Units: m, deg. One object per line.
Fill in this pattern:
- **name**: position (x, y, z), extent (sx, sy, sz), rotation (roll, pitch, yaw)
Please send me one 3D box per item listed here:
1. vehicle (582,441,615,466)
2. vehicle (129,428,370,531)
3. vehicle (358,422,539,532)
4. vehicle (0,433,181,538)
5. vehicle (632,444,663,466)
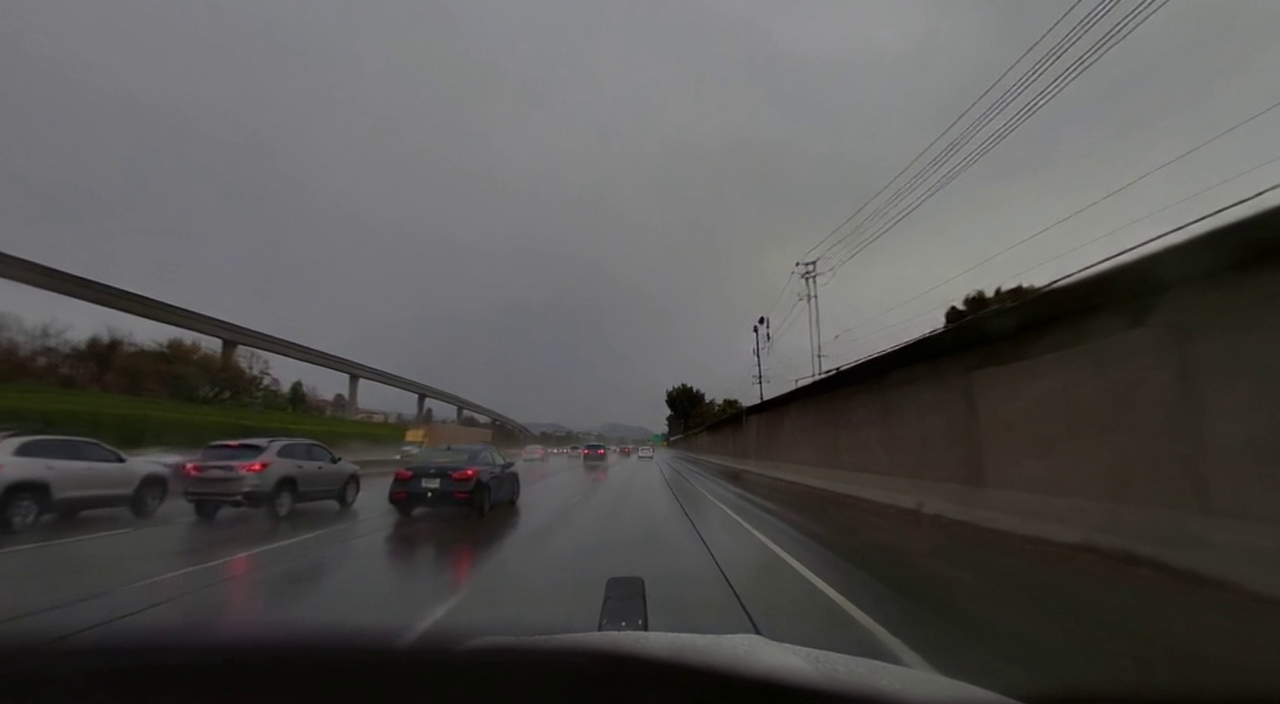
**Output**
- **vehicle**: position (-3.112, 7.748, 48.240), extent (2.093, 1.831, 4.712), rotation (0, -8, 1)
- **vehicle**: position (-7.232, 2.377, 12.340), extent (1.959, 1.652, 4.170), rotation (0, -8, 1)
- **vehicle**: position (-3.430, 2.331, 12.361), extent (2.052, 1.731, 4.372), rotation (0, -8, 2)
- **vehicle**: position (-11.029, 2.317, 11.376), extent (1.951, 1.628, 4.617), rotation (0, -8, 1)
- **vehicle**: position (0.495, 7.362, 45.295), extent (2.074, 1.465, 3.977), rotation (0, -8, -1)
